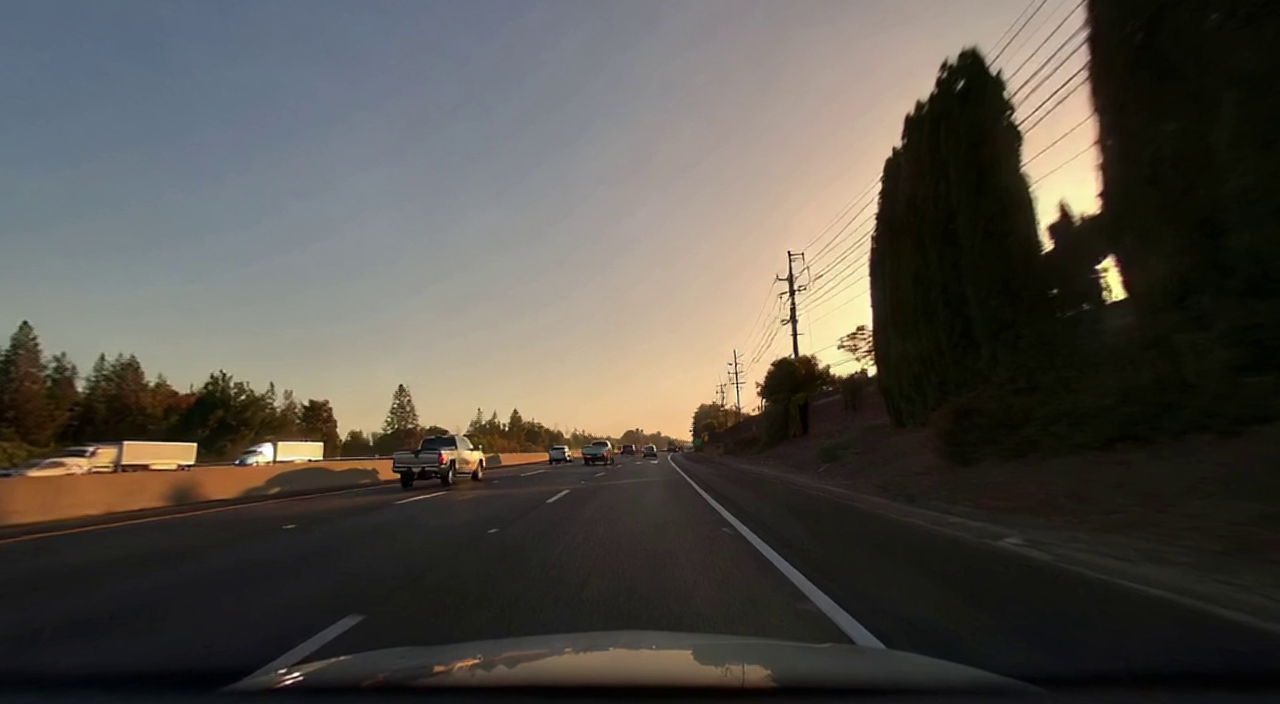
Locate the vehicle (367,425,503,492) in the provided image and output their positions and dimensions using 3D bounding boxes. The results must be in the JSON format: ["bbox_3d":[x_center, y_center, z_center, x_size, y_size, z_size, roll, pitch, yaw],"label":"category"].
[{"bbox_3d":[-6.817,3.655,22.090,2.460,1.992,6.474,0,-8,1],"label":"vehicle"}]

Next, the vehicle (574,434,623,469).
[{"bbox_3d":[-2.502,6.225,39.563,2.448,2.025,5.193,-1,-8,3],"label":"vehicle"}]
